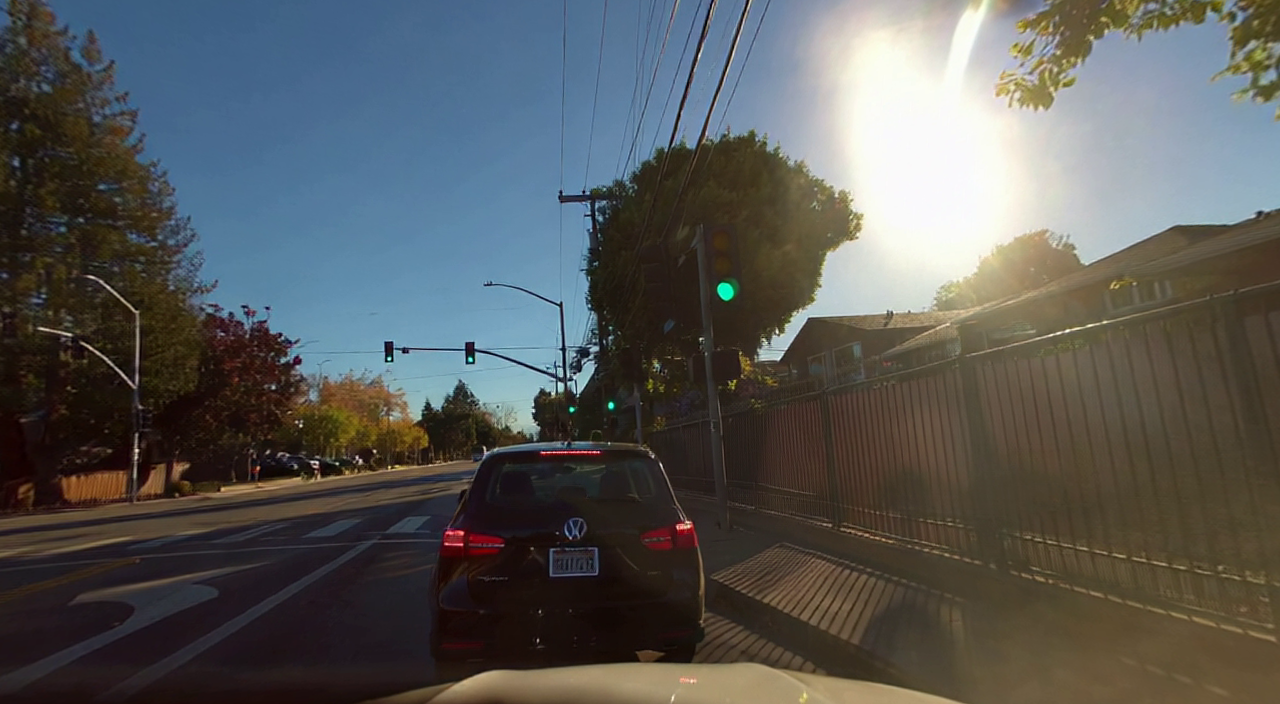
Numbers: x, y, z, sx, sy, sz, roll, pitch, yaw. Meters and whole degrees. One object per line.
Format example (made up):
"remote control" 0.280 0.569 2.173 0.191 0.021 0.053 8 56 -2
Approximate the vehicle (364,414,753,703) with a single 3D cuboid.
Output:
"vehicle" -0.678 1.362 5.226 2.024 1.502 3.702 1 -9 -9
